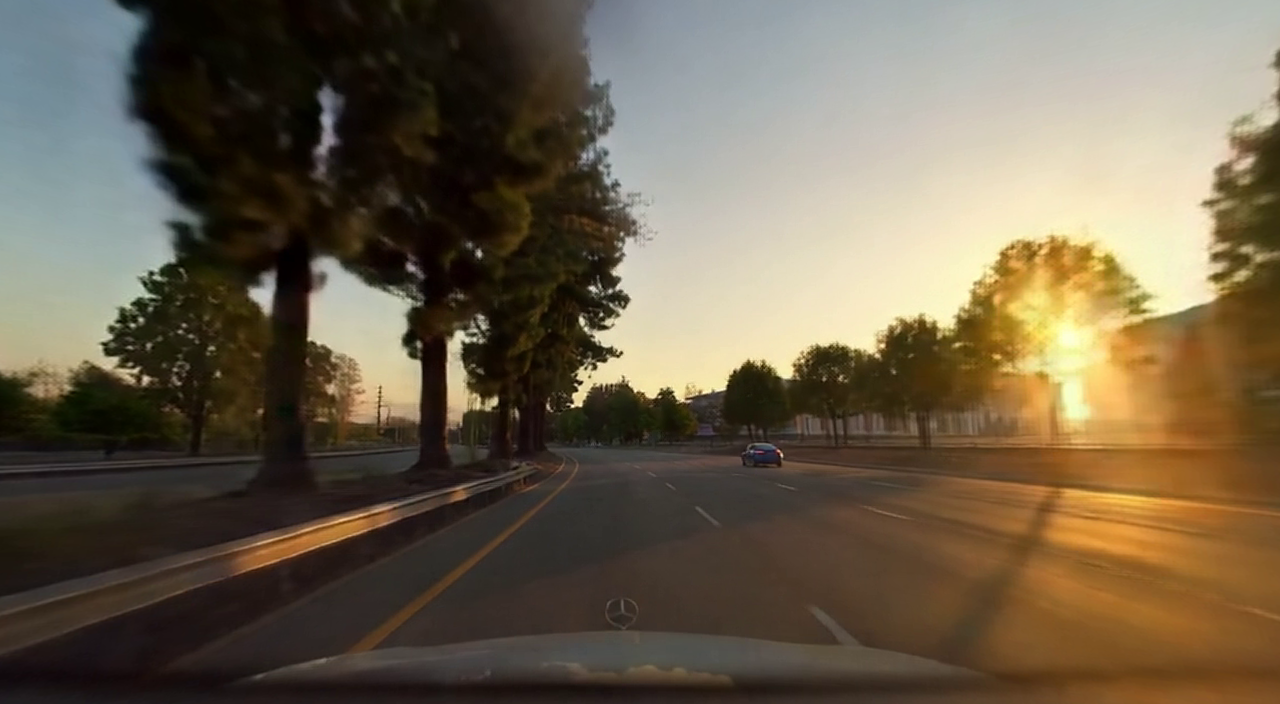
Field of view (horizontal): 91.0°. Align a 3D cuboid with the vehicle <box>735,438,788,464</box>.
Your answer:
[{"bbox_3d":[7.332,6.041,38.420,1.908,1.483,4.474,1,-8,-6],"label":"vehicle"}]
